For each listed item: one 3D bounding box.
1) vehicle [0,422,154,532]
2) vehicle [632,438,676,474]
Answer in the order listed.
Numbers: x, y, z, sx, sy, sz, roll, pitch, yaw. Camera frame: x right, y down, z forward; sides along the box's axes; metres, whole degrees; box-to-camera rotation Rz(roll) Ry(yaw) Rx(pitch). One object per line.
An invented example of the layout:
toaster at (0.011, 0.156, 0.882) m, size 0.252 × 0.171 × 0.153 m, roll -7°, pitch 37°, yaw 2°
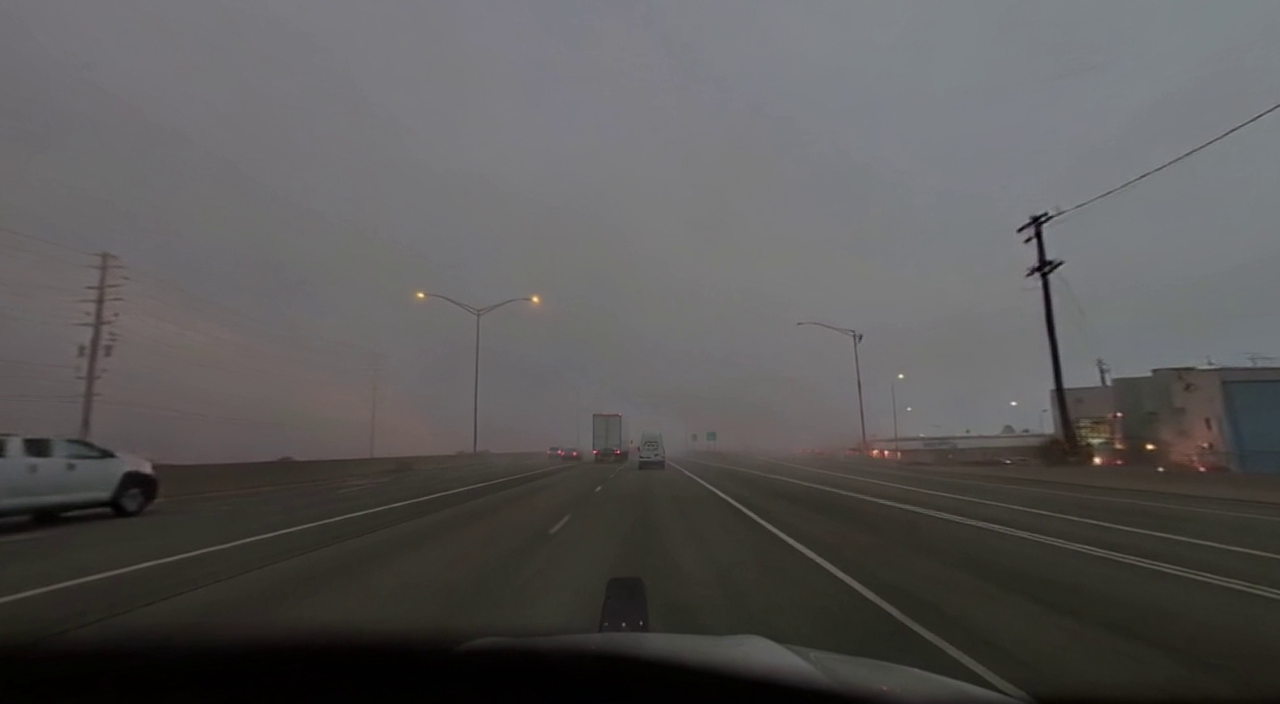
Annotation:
vehicle at (-10.895, 2.011, 10.266) m, size 2.097 × 1.673 × 4.730 m, roll 0°, pitch -8°, yaw 1°
vehicle at (0.749, 5.771, 35.278) m, size 2.279 × 1.837 × 4.747 m, roll 0°, pitch -8°, yaw 0°
